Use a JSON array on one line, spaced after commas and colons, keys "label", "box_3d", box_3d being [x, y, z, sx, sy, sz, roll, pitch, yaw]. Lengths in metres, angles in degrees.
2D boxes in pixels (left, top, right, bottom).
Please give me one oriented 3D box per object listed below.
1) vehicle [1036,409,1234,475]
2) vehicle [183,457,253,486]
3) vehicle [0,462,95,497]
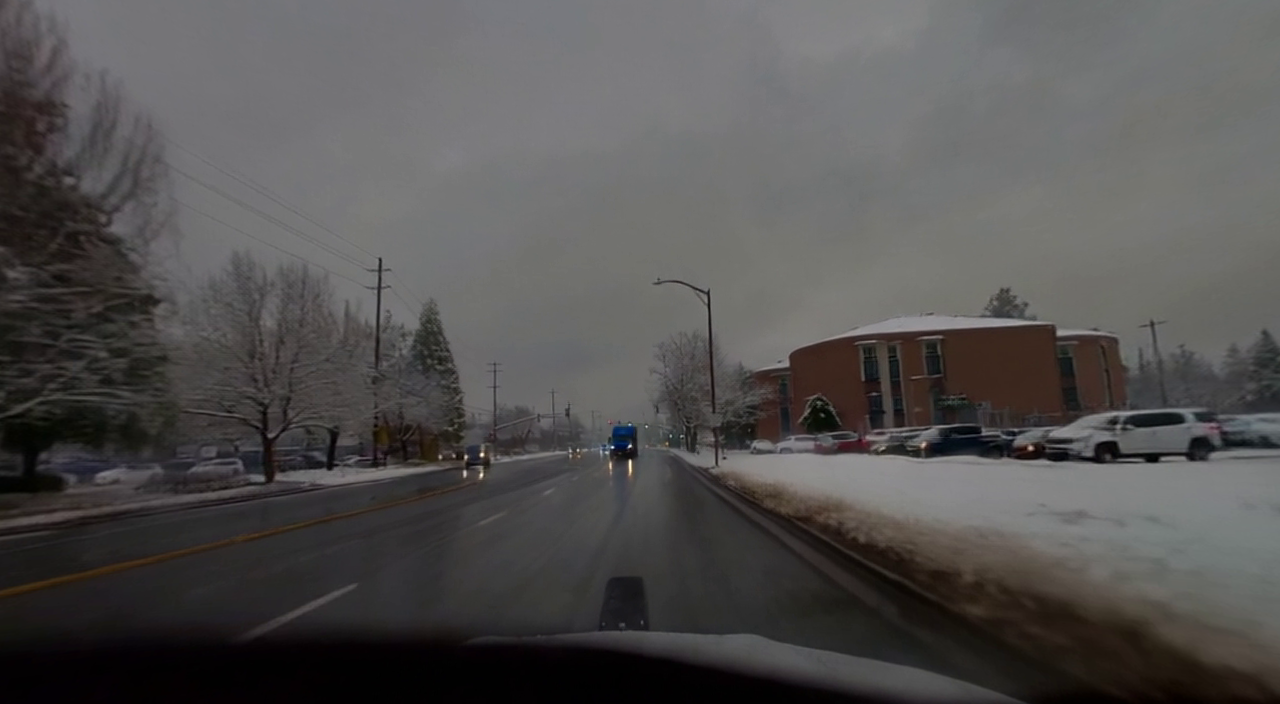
[{"label": "vehicle", "box_3d": [16.336, 2.988, 20.953, 5.051, 2.038, 2.142, 1, -9, -9]}, {"label": "vehicle", "box_3d": [-30.068, 8.499, 45.047, 1.967, 1.877, 4.256, 0, -9, 0]}, {"label": "vehicle", "box_3d": [-29.015, 6.166, 30.735, 1.587, 1.496, 3.490, 0, -9, 3]}]
